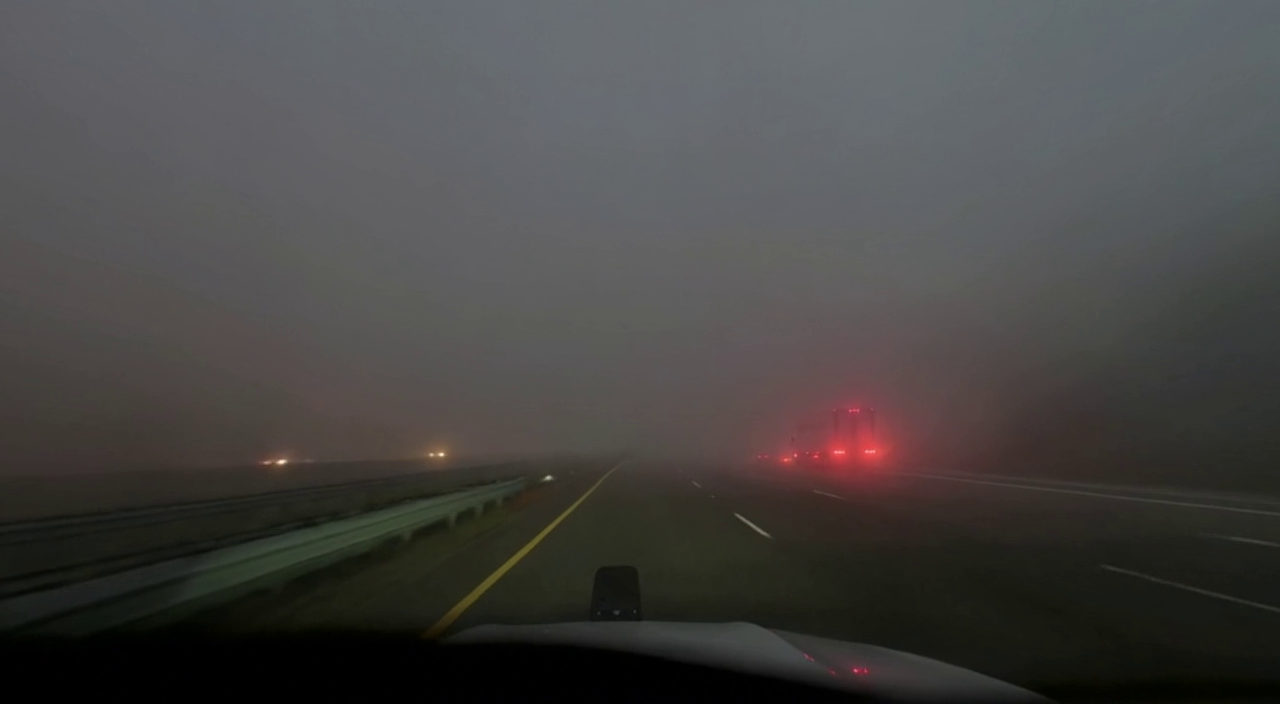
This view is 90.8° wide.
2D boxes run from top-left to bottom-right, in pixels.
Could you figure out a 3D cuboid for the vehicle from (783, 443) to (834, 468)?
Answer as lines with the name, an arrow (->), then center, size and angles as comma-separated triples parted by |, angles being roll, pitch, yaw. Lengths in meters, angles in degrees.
vehicle -> 11.259, 6.937, 42.528 | 2.229, 1.599, 4.253 | 0, -8, 0
